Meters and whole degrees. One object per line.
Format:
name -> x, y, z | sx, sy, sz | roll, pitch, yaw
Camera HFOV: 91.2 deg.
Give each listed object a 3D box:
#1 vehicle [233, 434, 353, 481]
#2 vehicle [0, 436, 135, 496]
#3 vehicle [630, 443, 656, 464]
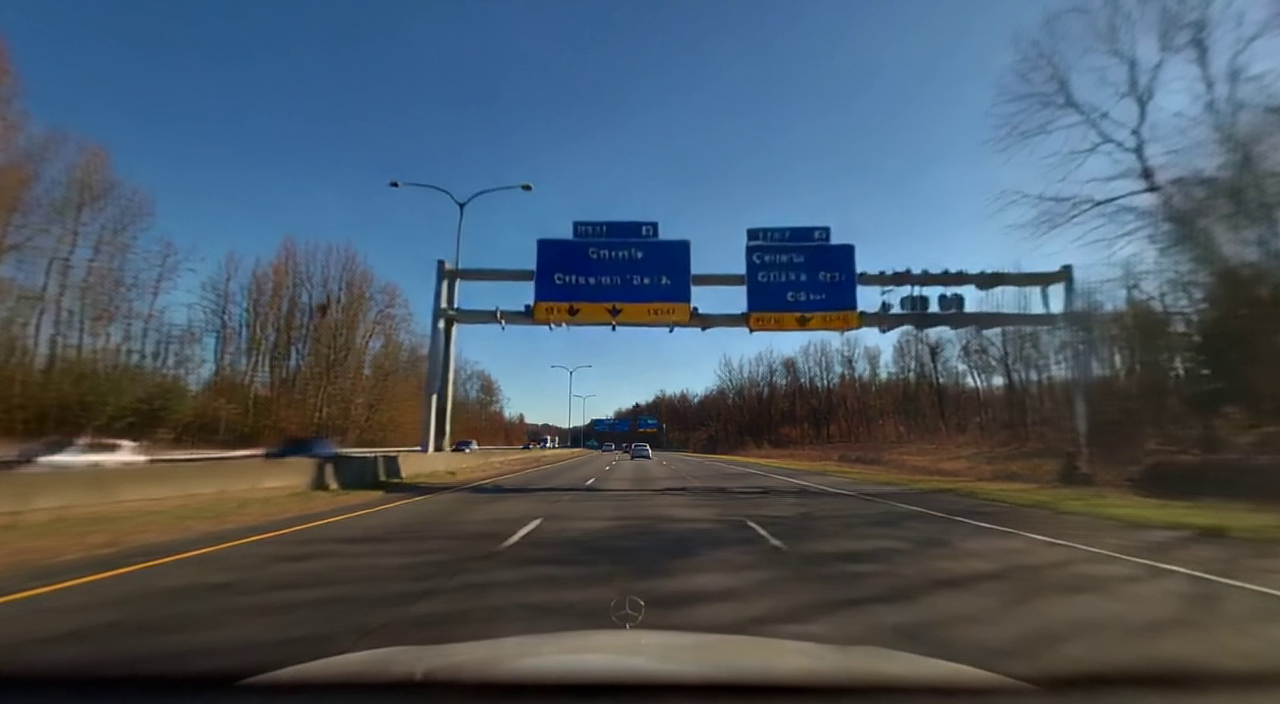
vehicle -> -13.056, 3.989, 23.977 | 2.016, 1.578, 4.479 | 0, -8, 0
vehicle -> -17.123, 3.155, 17.646 | 1.927, 1.509, 4.717 | 0, -8, 0
vehicle -> 0.220, 7.424, 45.994 | 1.859, 1.478, 3.799 | 0, -8, 0
